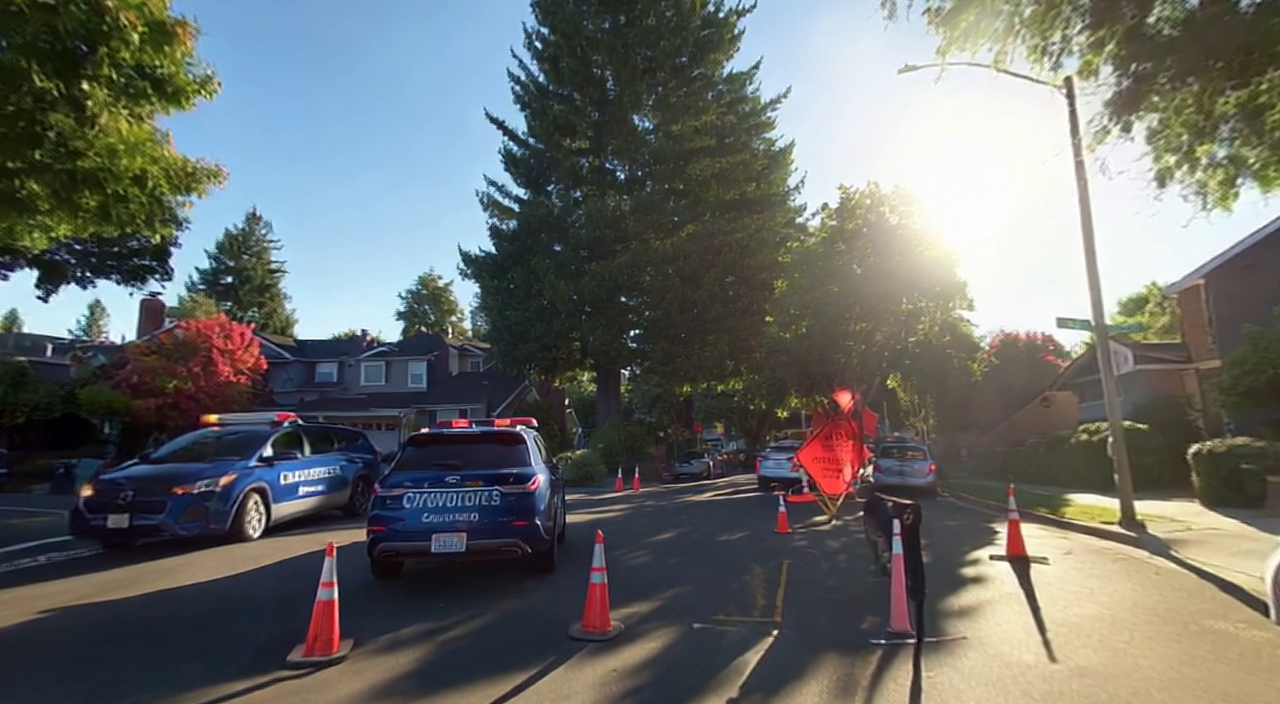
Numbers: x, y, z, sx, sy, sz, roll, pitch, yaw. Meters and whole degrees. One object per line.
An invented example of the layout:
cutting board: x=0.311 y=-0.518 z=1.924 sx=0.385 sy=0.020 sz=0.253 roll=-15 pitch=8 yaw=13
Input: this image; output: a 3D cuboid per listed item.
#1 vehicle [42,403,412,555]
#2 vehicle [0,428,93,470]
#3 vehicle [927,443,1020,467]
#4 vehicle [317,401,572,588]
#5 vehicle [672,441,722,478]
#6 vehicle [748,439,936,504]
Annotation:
vehicle: x=-6.195 y=1.974 z=10.572 sx=2.471 sy=1.892 sz=4.952 roll=-1 pitch=-9 yaw=6
vehicle: x=-29.907 y=4.755 z=31.023 sx=1.908 sy=1.898 sz=4.120 roll=-2 pitch=-9 yaw=11
vehicle: x=22.207 y=6.846 z=42.247 sx=5.066 sy=1.534 sz=1.905 roll=-1 pitch=-9 yaw=9
vehicle: x=-2.300 y=1.668 z=8.235 sx=2.350 sy=1.748 sz=4.094 roll=2 pitch=-9 yaw=-12
vehicle: x=3.047 y=5.591 z=33.123 sx=2.014 sy=1.742 sz=4.297 roll=-2 pitch=-9 yaw=13
vehicle: x=5.659 y=3.288 z=17.885 sx=4.656 sy=1.577 sz=2.099 roll=2 pitch=-8 yaw=-18
